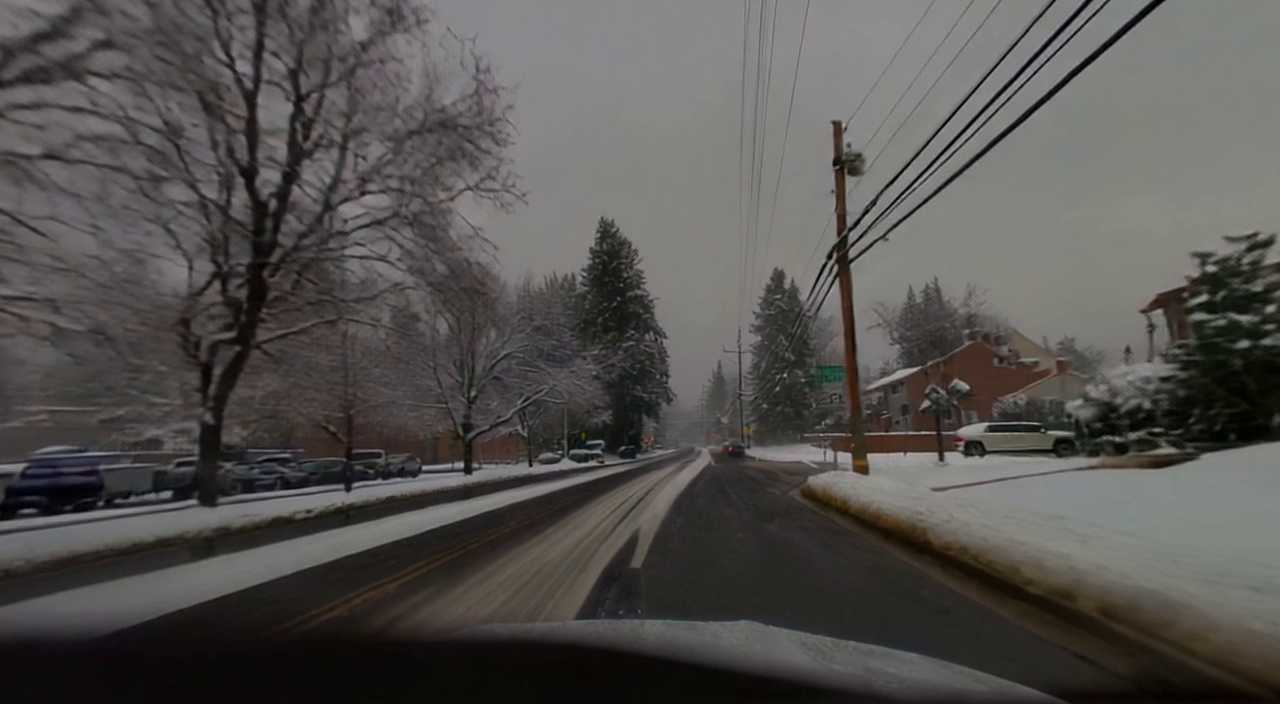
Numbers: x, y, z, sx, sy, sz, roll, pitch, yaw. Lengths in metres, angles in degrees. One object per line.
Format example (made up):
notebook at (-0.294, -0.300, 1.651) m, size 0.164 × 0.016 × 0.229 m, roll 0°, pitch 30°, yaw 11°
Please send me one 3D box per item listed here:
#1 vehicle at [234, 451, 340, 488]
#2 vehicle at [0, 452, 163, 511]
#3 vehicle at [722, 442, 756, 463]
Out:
vehicle at (-16.812, 5.585, 30.343) m, size 4.123 × 1.603 × 1.906 m, roll 3°, pitch -9°, yaw -22°
vehicle at (-18.389, 4.096, 20.346) m, size 4.392 × 1.692 × 1.978 m, roll 4°, pitch -9°, yaw -26°
vehicle at (6.915, 7.058, 44.596) m, size 1.990 × 1.435 × 4.526 m, roll -1°, pitch -8°, yaw 5°
